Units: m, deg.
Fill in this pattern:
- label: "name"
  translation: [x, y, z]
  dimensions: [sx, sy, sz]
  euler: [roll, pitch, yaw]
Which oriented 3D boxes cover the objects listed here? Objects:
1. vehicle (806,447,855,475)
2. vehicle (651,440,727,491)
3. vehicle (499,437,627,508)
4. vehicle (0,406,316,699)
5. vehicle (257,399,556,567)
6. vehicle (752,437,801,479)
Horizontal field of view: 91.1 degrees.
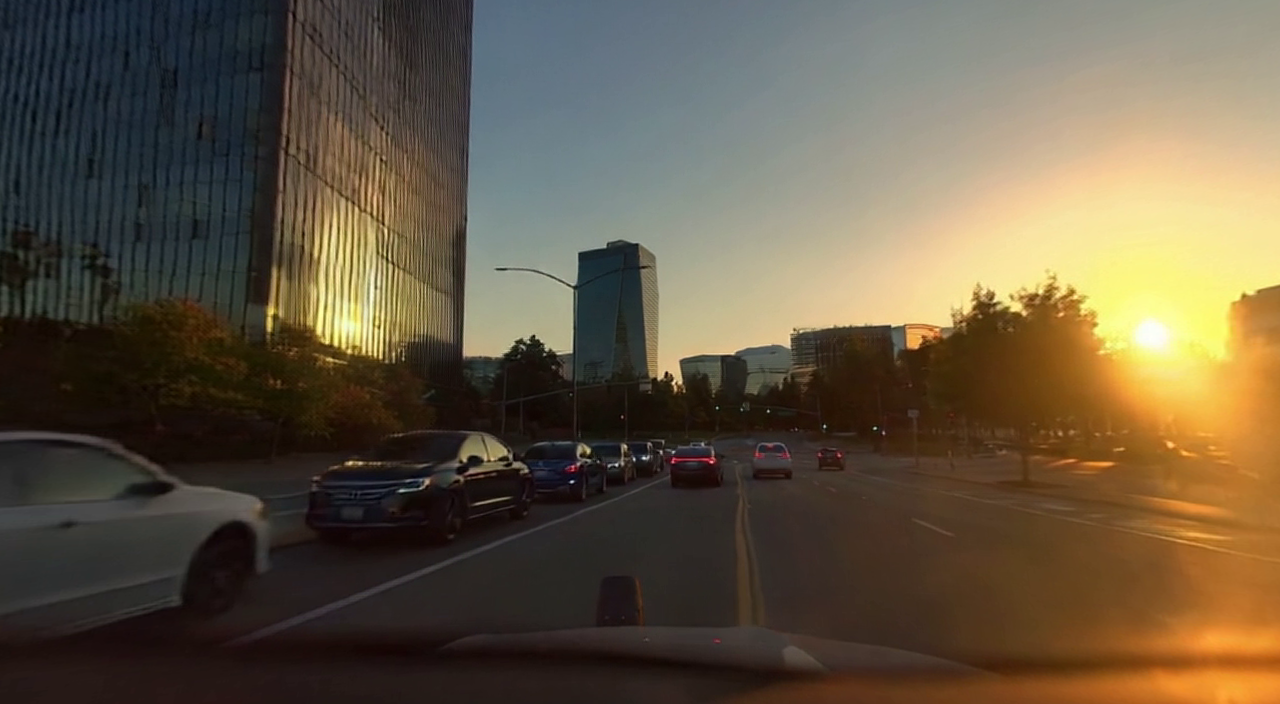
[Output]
- label: "vehicle"
  translation: [11.263, 6.465, 37.452]
  dimensions: [2.120, 1.497, 4.323]
  euler: [-1, -8, 8]
- label: "vehicle"
  translation: [1.830, 3.851, 21.807]
  dimensions: [2.205, 1.537, 4.895]
  euler: [-1, -8, 9]
- label: "vehicle"
  translation: [-1.823, 3.060, 16.413]
  dimensions: [2.068, 1.525, 4.452]
  euler: [-4, -9, 10]
- label: "vehicle"
  translation: [-4.273, 1.061, 3.406]
  dimensions: [1.868, 1.514, 4.870]
  euler: [-1, -8, 9]
- label: "vehicle"
  translation: [-3.025, 1.845, 9.475]
  dimensions: [2.142, 1.834, 4.588]
  euler: [-4, -9, 10]
- label: "vehicle"
  translation: [6.539, 5.093, 30.510]
  dimensions: [2.102, 1.815, 4.716]
  euler: [-1, -8, 10]
